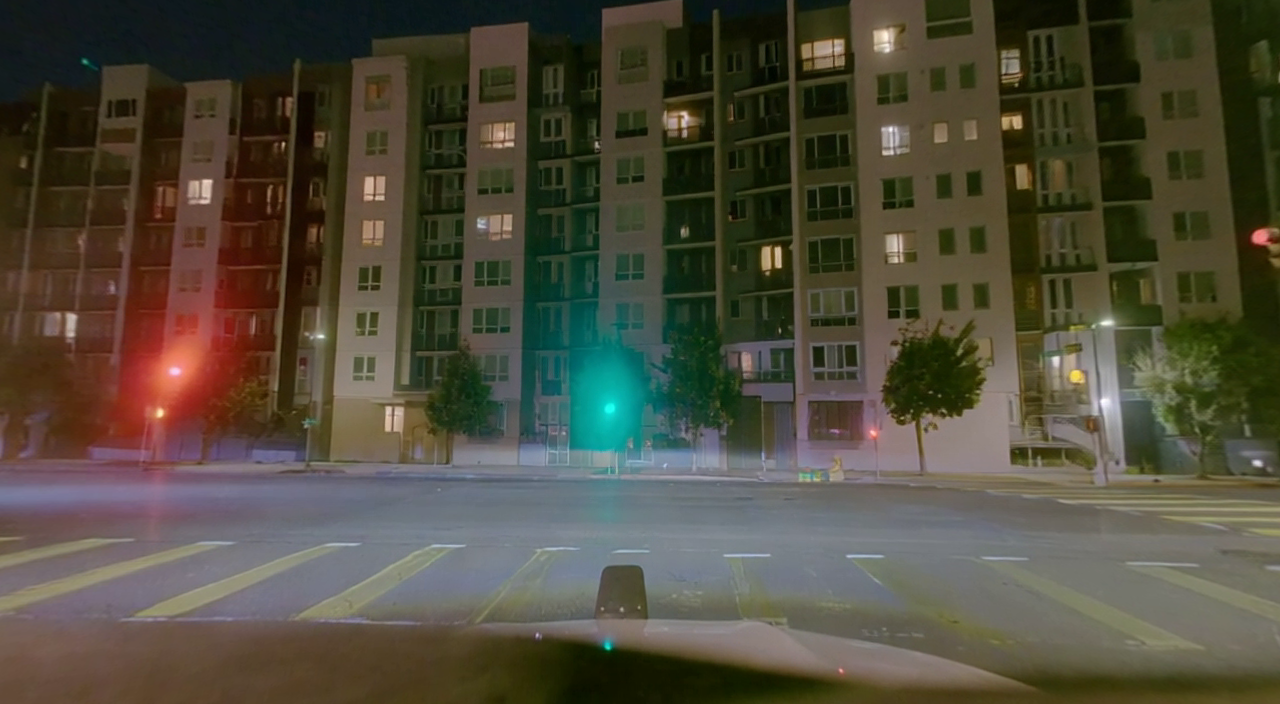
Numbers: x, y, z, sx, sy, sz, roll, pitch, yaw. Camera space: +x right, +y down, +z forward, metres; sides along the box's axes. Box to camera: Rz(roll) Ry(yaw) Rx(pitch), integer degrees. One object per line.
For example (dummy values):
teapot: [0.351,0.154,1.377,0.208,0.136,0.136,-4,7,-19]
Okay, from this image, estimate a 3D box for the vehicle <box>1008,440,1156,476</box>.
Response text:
vehicle: [18.592,4.466,26.681,4.823,1.458,1.914,0,-9,-1]
